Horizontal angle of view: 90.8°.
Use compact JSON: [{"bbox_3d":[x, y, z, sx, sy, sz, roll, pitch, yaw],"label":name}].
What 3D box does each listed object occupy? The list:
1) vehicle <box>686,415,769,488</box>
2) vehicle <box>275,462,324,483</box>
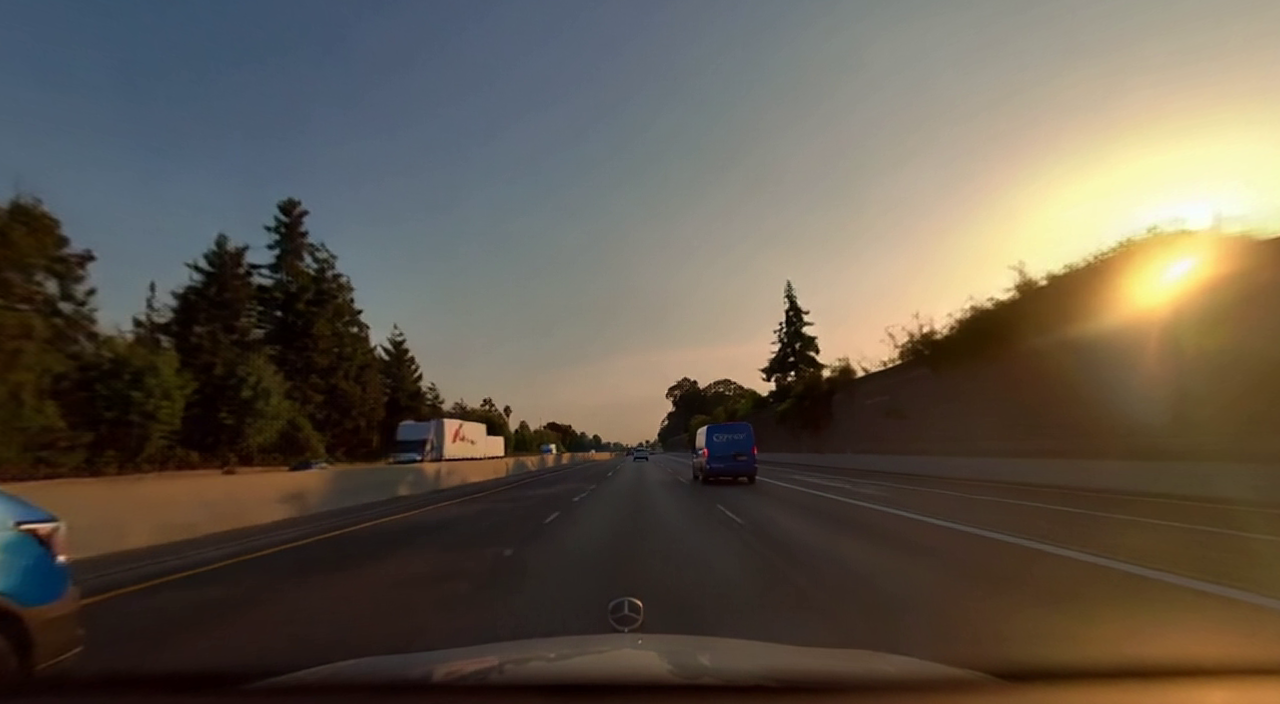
[{"bbox_3d":[3.326,3.993,25.422,2.373,2.561,5.922,0,-9,-1],"label":"vehicle"},{"bbox_3d":[-24.425,8.615,45.403,1.568,1.378,3.479,0,-9,-1],"label":"vehicle"}]
